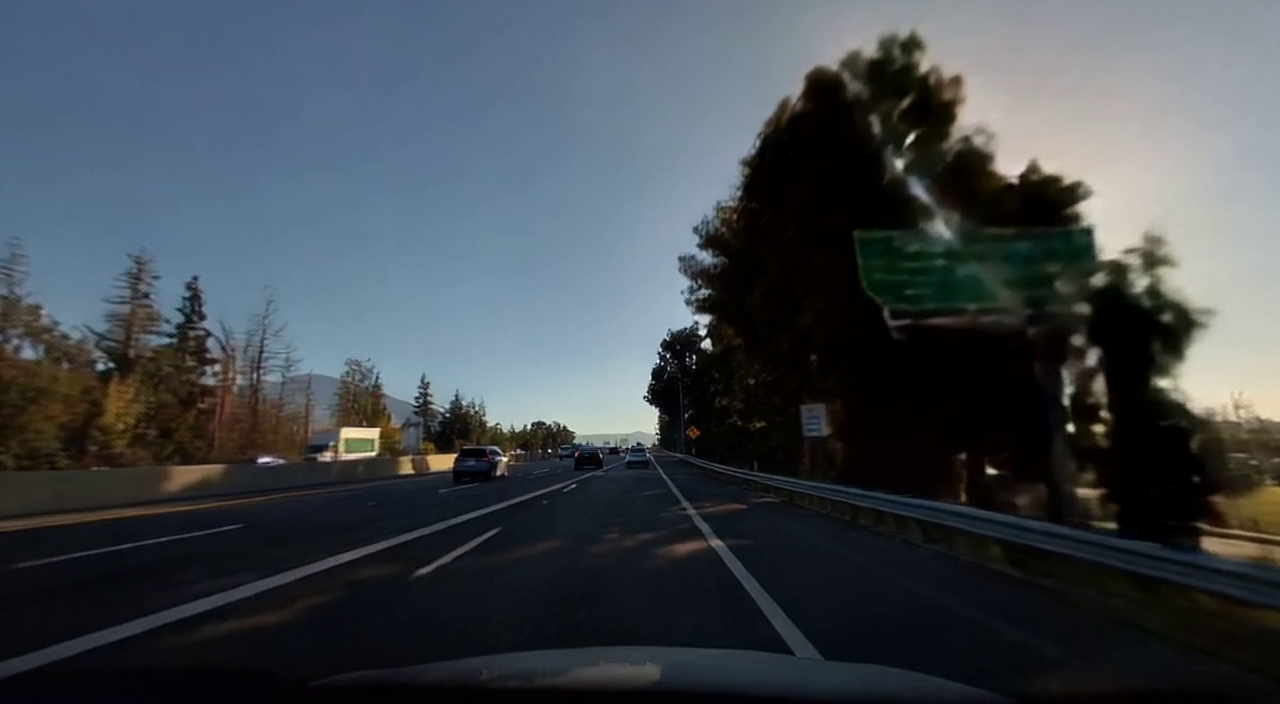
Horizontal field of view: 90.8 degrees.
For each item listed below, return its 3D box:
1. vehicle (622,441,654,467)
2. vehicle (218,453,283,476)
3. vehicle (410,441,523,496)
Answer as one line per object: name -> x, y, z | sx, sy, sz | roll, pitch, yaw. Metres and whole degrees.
vehicle -> -0.148, 7.360, 45.786 | 2.179, 1.742, 4.396 | 0, -9, 0
vehicle -> -29.745, 8.579, 48.372 | 1.809, 1.559, 4.718 | -1, -9, 2
vehicle -> -5.389, 3.682, 20.436 | 2.102, 1.562, 4.884 | -1, -9, 2
